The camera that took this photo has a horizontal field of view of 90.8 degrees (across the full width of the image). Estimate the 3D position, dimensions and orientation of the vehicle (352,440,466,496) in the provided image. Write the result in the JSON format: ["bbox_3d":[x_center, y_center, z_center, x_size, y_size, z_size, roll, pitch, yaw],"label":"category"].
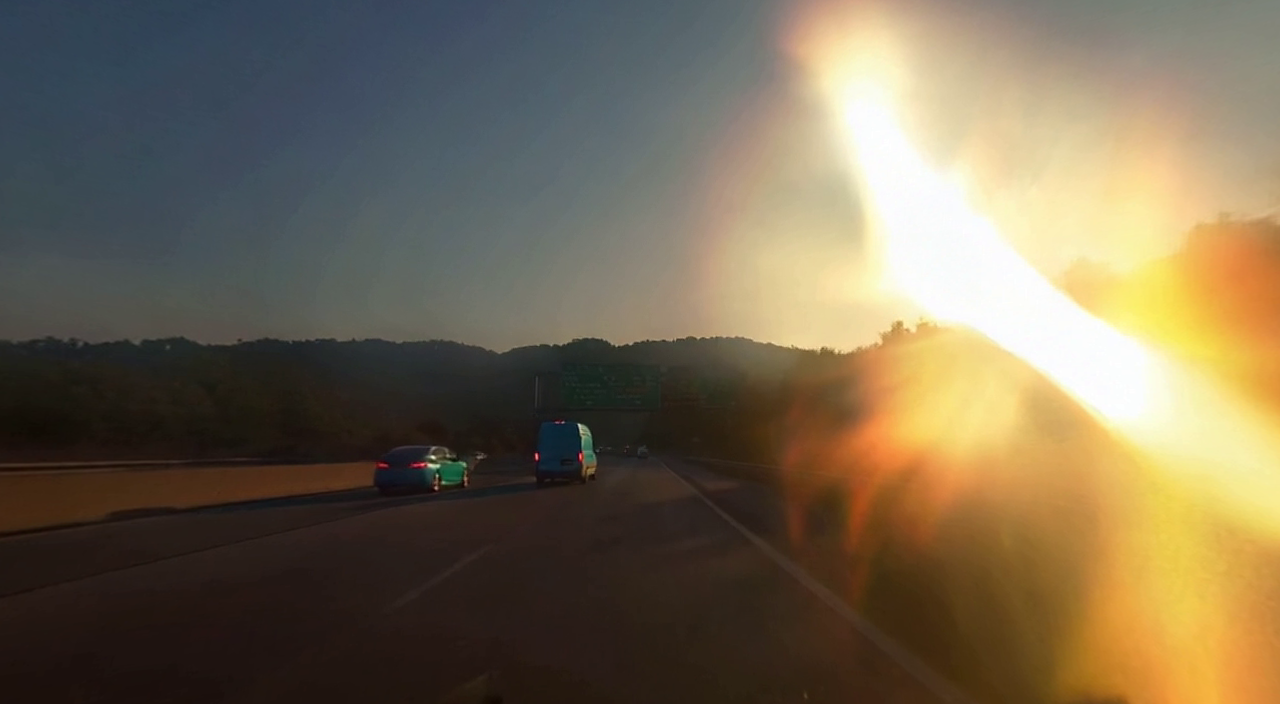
[{"bbox_3d":[-7.564,3.829,21.206,2.164,1.664,4.252,0,-9,1],"label":"vehicle"}]

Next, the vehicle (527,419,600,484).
[{"bbox_3d":[-3.211,4.397,28.016,2.437,2.565,5.829,0,-9,1],"label":"vehicle"}]
